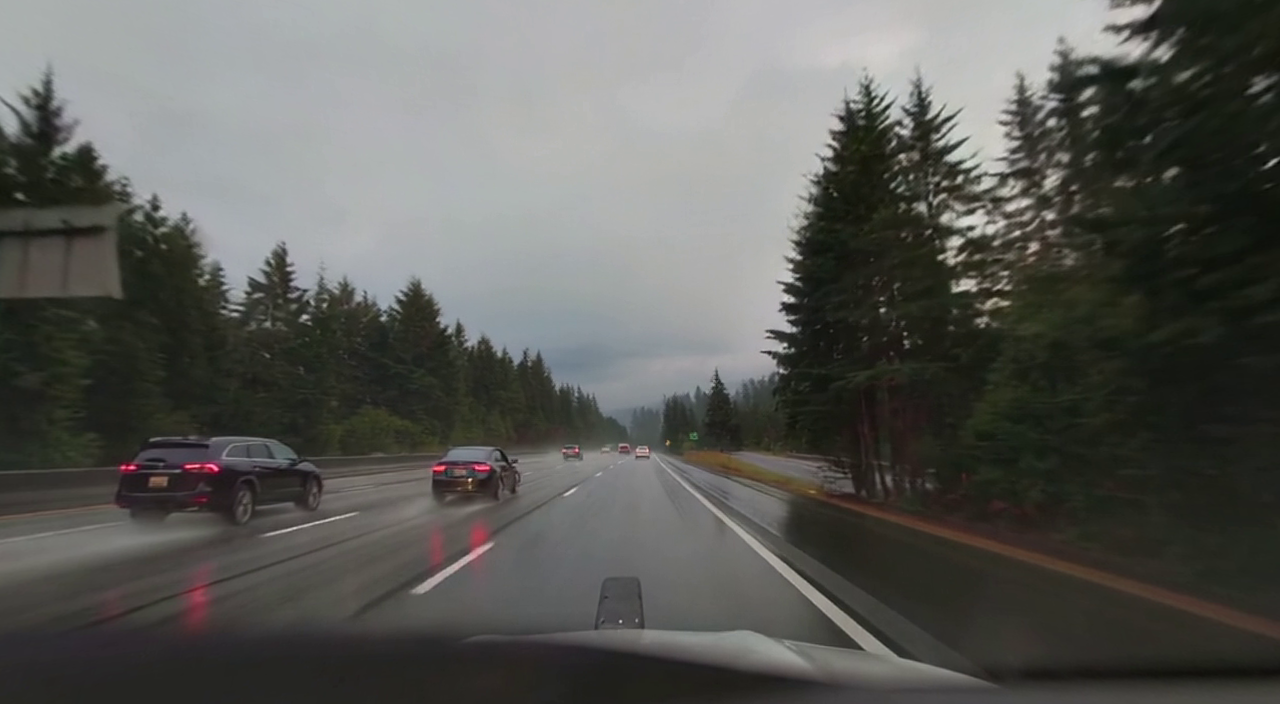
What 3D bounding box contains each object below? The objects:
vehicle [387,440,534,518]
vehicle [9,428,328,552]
[{"bbox_3d":[-4.072,2.957,15.246,2.104,1.558,4.639,0,-9,1],"label":"vehicle"},{"bbox_3d":[-7.269,2.139,10.427,2.007,1.616,4.141,0,-9,1],"label":"vehicle"}]
